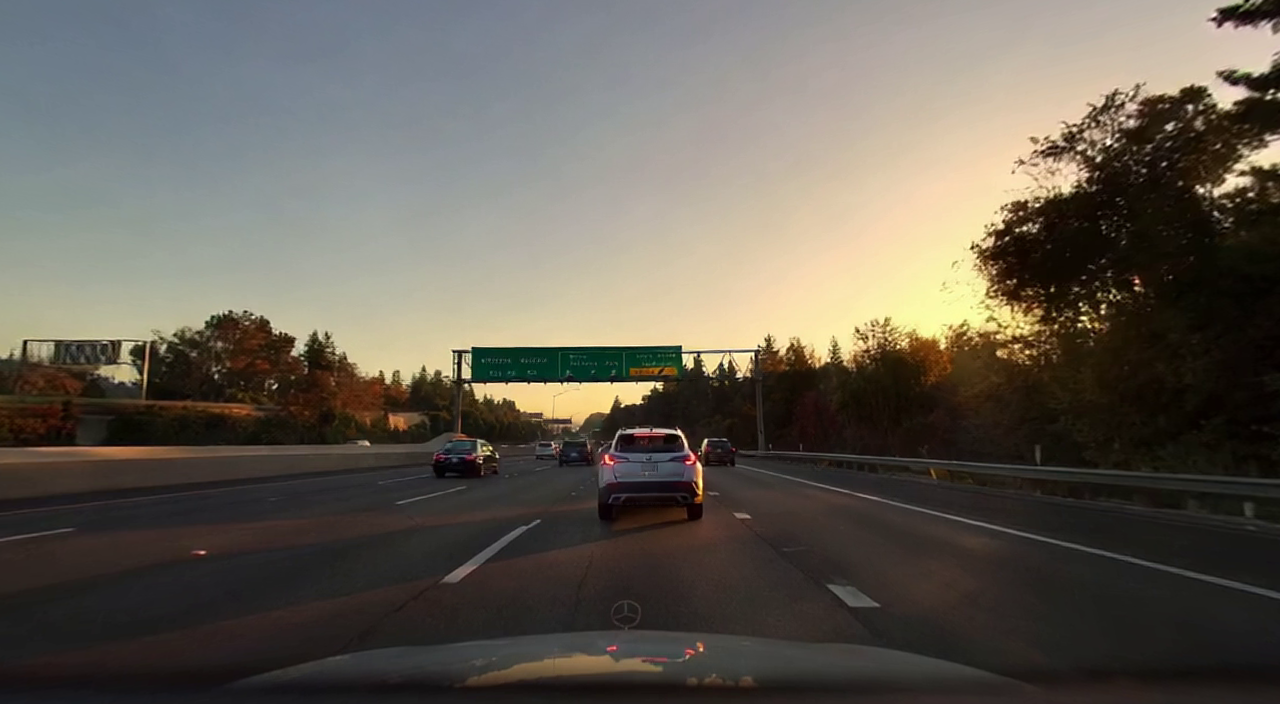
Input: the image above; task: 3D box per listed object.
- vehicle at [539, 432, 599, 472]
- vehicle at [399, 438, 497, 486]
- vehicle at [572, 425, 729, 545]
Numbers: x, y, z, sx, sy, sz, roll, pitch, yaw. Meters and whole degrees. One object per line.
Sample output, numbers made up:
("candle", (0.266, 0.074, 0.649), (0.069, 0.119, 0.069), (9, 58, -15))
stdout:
("vehicle", (-3.445, 5.041, 31.823), (2.286, 1.825, 5.380), (0, -9, 1))
("vehicle", (-6.914, 4.009, 23.271), (2.035, 1.558, 4.773), (0, -9, 1))
("vehicle", (0.134, 2.023, 10.184), (2.044, 1.554, 3.824), (0, -9, 0))
